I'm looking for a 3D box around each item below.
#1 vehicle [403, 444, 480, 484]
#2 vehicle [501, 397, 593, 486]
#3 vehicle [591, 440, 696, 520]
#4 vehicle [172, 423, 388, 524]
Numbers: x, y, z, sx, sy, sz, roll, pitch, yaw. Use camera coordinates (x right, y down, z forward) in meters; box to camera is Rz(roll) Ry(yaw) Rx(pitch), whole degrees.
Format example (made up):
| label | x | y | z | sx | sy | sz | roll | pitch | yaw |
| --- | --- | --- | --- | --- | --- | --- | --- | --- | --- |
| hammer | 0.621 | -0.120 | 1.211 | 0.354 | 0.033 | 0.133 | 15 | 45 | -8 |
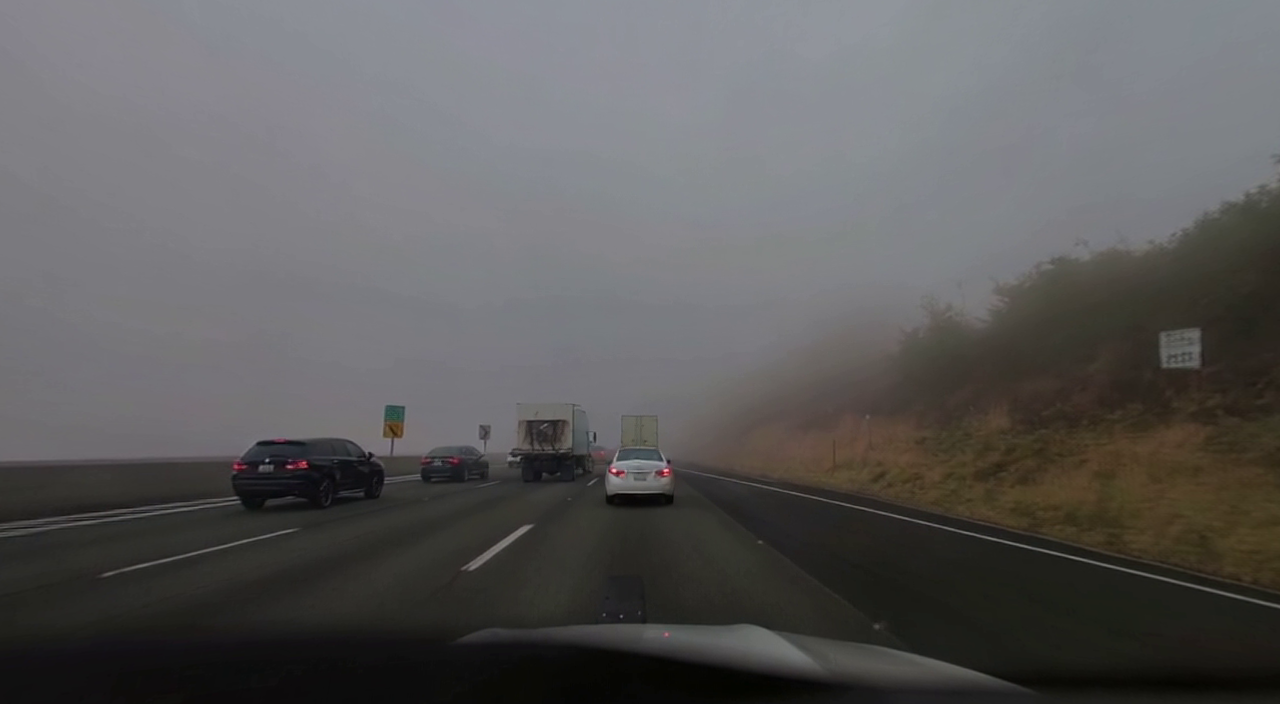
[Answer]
| label | x | y | z | sx | sy | sz | roll | pitch | yaw |
| --- | --- | --- | --- | --- | --- | --- | --- | --- | --- |
| vehicle | -8.036 | 4.559 | 25.931 | 1.880 | 1.512 | 3.758 | -1 | -9 | 1 |
| vehicle | -3.793 | 3.930 | 27.594 | 2.812 | 3.342 | 7.248 | 0 | -9 | 1 |
| vehicle | 0.044 | 2.707 | 13.792 | 1.995 | 1.495 | 3.380 | 0 | -9 | -1 |
| vehicle | -7.220 | 2.481 | 13.329 | 1.952 | 1.746 | 4.332 | 0 | -9 | 1 |
